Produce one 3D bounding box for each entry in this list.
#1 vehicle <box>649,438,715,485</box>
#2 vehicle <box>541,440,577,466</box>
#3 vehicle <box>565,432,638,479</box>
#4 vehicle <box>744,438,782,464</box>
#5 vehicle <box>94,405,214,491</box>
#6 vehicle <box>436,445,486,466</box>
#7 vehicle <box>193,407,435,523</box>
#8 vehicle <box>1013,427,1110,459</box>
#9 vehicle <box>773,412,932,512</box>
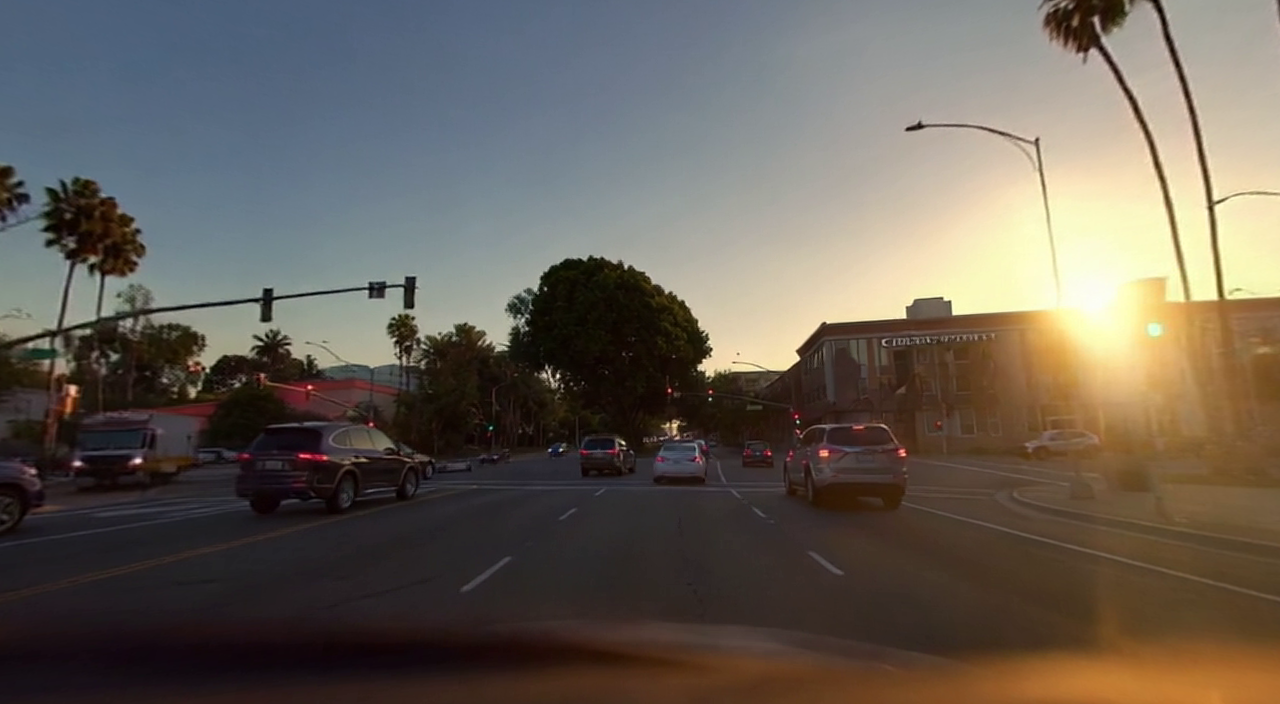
[{"bbox_3d":[1.552,3.804,22.280,2.057,1.492,3.825,-1,-8,7],"label":"vehicle"},{"bbox_3d":[-5.640,6.943,43.546,2.041,1.660,4.371,2,-9,-12],"label":"vehicle"},{"bbox_3d":[-1.494,4.294,26.508,2.088,1.746,4.650,-2,-8,9],"label":"vehicle"},{"bbox_3d":[7.651,6.235,39.746,2.149,1.532,4.168,-1,-8,8],"label":"vehicle"},{"bbox_3d":[-24.321,4.619,31.286,3.436,3.529,11.210,5,-9,-43],"label":"vehicle"},{"bbox_3d":[-13.410,7.712,47.177,1.918,1.443,4.612,6,-11,-38],"label":"vehicle"},{"bbox_3d":[-6.146,2.197,12.764,2.127,1.888,4.637,-1,-8,4],"label":"vehicle"},{"bbox_3d":[26.788,5.824,40.306,4.557,1.848,2.008,-2,-9,10],"label":"vehicle"},{"bbox_3d":[4.716,2.543,15.033,2.267,1.931,5.145,-1,-8,4],"label":"vehicle"}]
